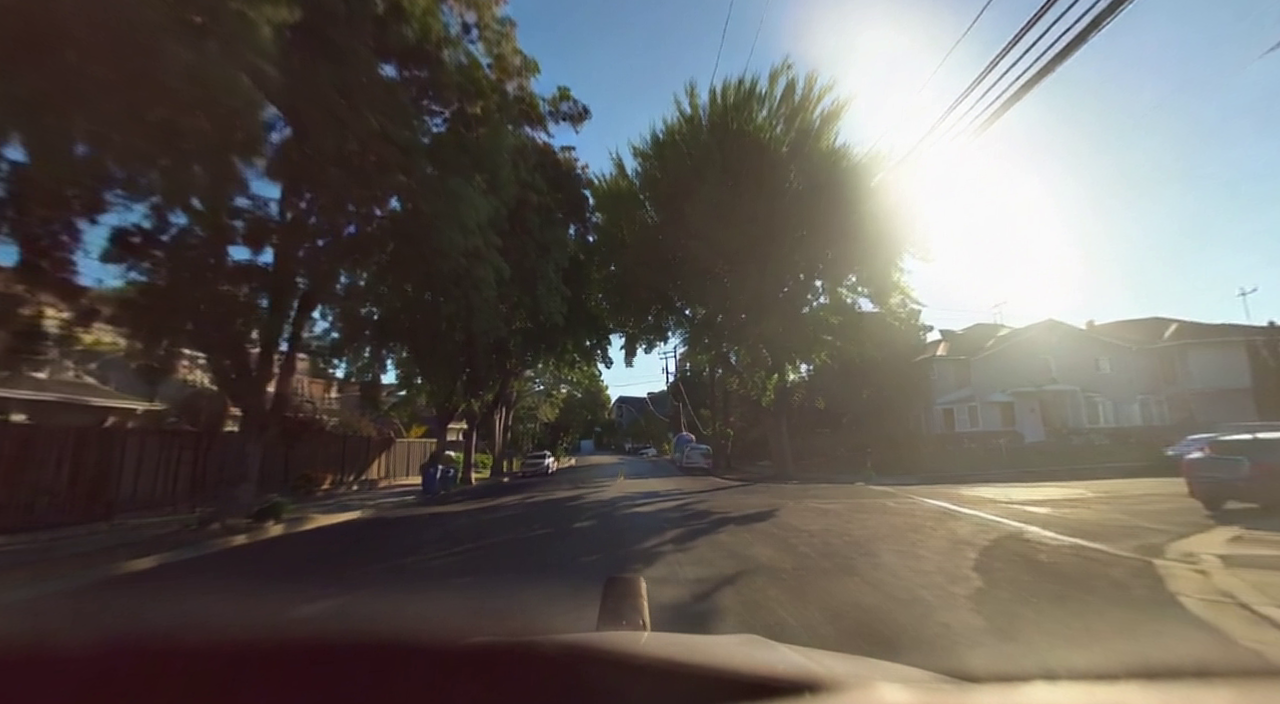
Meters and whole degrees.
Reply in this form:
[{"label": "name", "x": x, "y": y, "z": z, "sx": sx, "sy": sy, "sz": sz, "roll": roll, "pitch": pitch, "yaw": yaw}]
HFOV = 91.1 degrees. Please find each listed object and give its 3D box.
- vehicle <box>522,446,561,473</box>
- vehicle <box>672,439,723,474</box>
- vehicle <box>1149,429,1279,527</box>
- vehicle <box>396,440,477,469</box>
[{"label": "vehicle", "x": -6.054, "y": 6.686, "z": 39.157, "sx": 1.947, "sy": 1.557, "sz": 3.900, "roll": 0, "pitch": -9, "yaw": -2}, {"label": "vehicle", "x": 3.098, "y": 5.727, "z": 34.704, "sx": 2.140, "sy": 1.749, "sz": 4.369, "roll": 0, "pitch": -9, "yaw": -3}, {"label": "vehicle", "x": 12.547, "y": 2.196, "z": 11.632, "sx": 4.708, "sy": 1.527, "sz": 2.113, "roll": -1, "pitch": -8, "yaw": -10}, {"label": "vehicle", "x": -13.884, "y": 7.012, "z": 43.126, "sx": 5.019, "sy": 1.867, "sz": 2.006, "roll": 1, "pitch": -9, "yaw": -8}]
